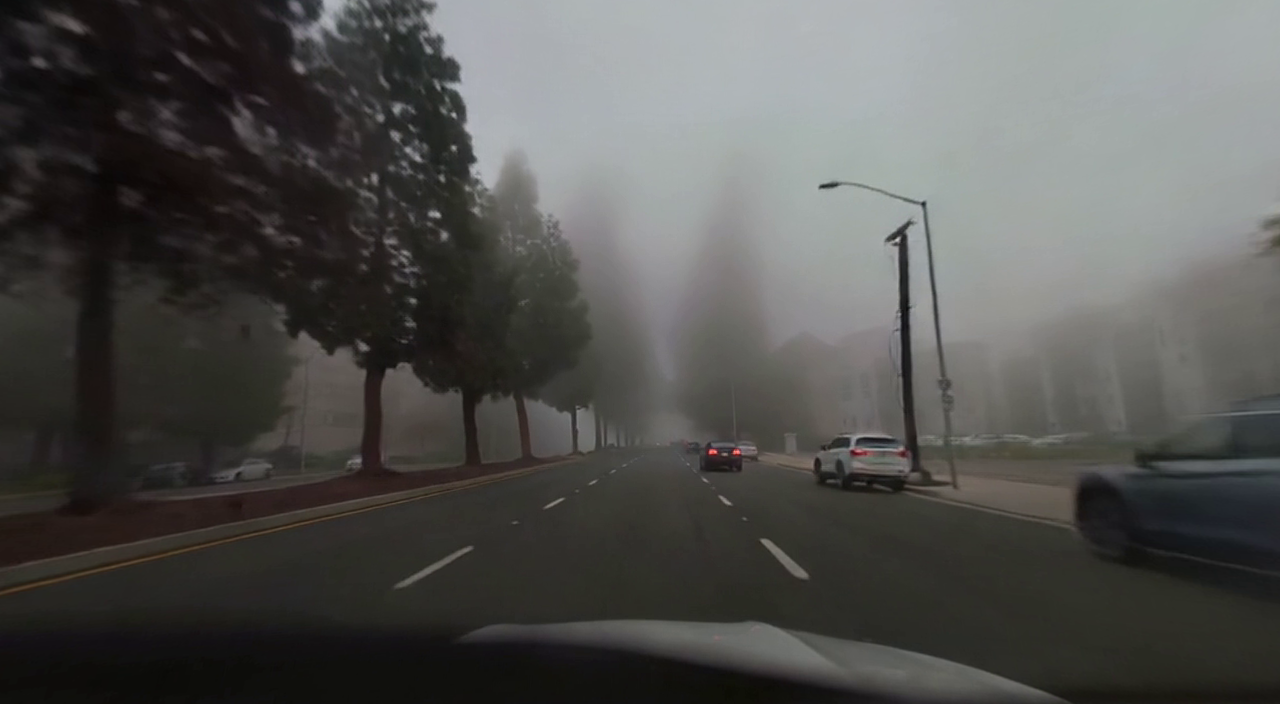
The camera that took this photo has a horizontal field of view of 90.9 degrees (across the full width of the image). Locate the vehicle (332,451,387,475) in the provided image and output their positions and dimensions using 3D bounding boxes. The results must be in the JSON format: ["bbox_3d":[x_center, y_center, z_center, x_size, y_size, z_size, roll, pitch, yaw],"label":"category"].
[{"bbox_3d":[-21.555,8.508,48.674,1.883,1.671,4.779,0,-8,2],"label":"vehicle"}]

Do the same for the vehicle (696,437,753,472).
[{"bbox_3d":[3.876,4.764,29.611,2.128,1.502,4.572,0,-8,1],"label":"vehicle"}]

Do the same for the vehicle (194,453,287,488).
[{"bbox_3d":[-21.674,6.432,34.466,1.882,1.479,4.822,-6,-8,1],"label":"vehicle"}]

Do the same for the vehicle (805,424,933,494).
[{"bbox_3d":[6.808,3.230,19.455,2.092,1.849,5.068,0,-8,1],"label":"vehicle"}]

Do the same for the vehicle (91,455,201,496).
[{"bbox_3d":[-22.271,5.537,28.606,1.780,1.573,3.881,-3,-8,1],"label":"vehicle"}]

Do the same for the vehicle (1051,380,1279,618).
[{"bbox_3d":[6.395,1.217,5.111,2.213,1.949,5.907,1,-8,1],"label":"vehicle"}]
